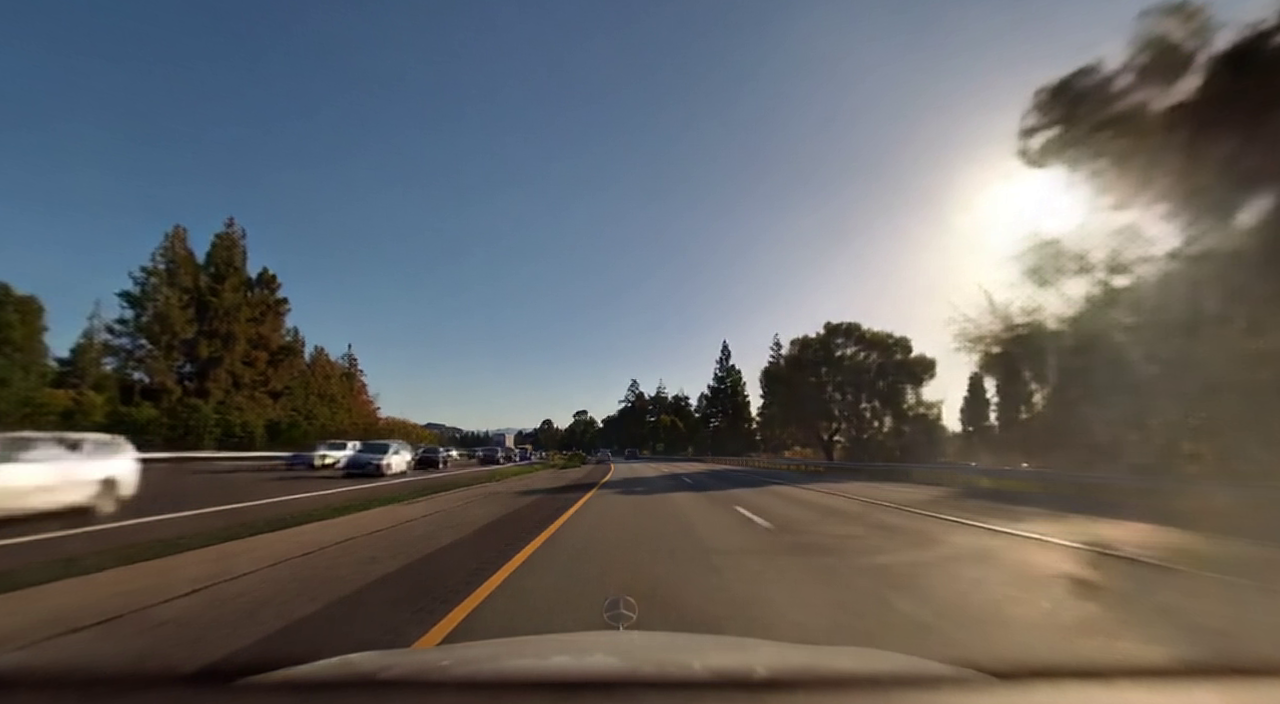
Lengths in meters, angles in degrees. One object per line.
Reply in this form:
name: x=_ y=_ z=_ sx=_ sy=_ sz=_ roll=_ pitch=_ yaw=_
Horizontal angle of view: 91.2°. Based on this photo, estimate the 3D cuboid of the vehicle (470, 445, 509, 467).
vehicle: x=-11.268 y=7.813 z=47.226 sx=1.946 sy=1.519 sz=4.791 roll=0 pitch=-9 yaw=-3

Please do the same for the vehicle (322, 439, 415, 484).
vehicle: x=-9.719 y=3.936 z=22.801 sx=1.797 sy=1.477 sz=3.854 roll=0 pitch=-9 yaw=-3

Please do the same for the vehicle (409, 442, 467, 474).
vehicle: x=-10.167 y=5.363 z=31.832 sx=1.832 sy=1.507 sz=3.859 roll=0 pitch=-9 yaw=-3

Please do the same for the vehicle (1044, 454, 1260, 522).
vehicle: x=13.585 y=3.598 z=17.125 sx=1.941 sy=1.536 sz=4.585 roll=0 pitch=-9 yaw=-2

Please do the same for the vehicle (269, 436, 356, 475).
vehicle: x=-15.558 y=4.956 z=30.091 sx=2.023 sy=1.697 sz=4.402 roll=1 pitch=-9 yaw=-4

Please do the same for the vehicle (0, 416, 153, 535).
vehicle: x=-8.990 y=1.615 z=8.267 sx=1.839 sy=1.474 sz=4.225 roll=0 pitch=-9 yaw=-3
